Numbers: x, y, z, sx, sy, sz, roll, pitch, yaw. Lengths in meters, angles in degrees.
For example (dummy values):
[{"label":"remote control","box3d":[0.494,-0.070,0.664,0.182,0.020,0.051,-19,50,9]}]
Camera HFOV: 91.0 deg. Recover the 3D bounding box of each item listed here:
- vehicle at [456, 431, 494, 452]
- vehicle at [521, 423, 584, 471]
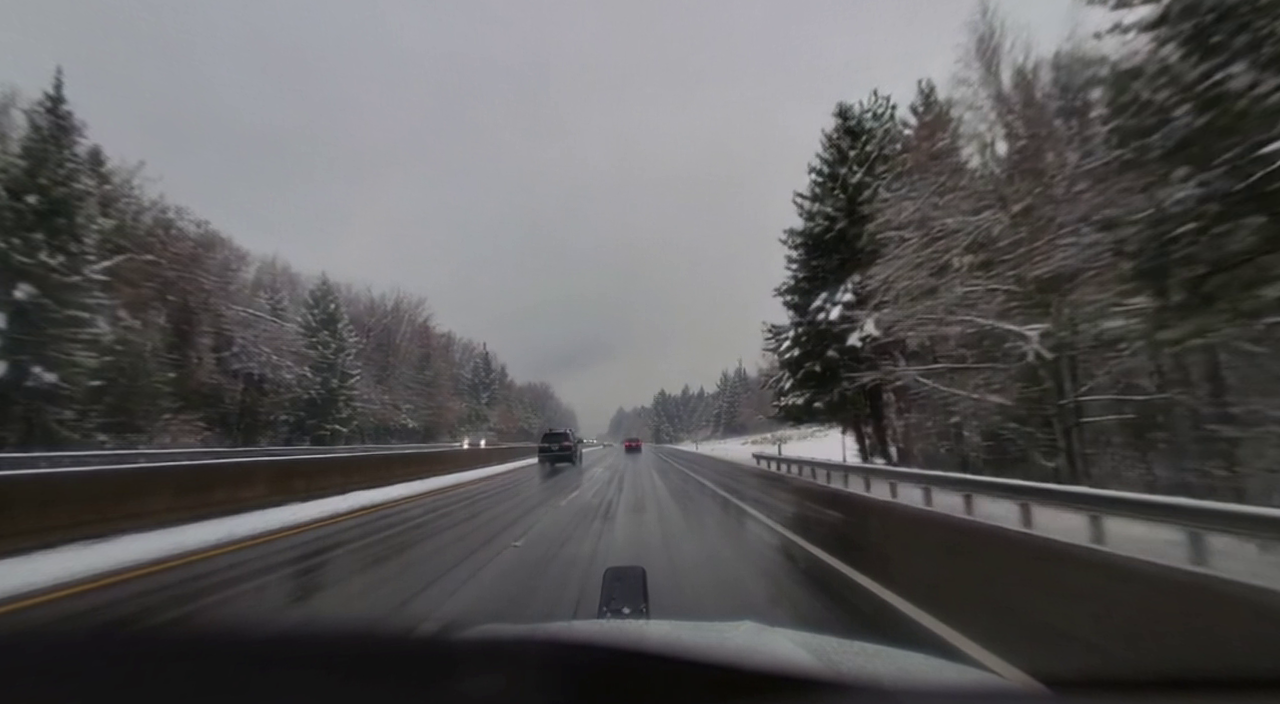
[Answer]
[{"label":"vehicle","box3d":[-12.678,6.923,48.617,1.887,1.536,4.163,0,-8,-1]},{"label":"vehicle","box3d":[-3.934,4.381,29.158,2.241,2.034,4.890,0,-8,0]}]
